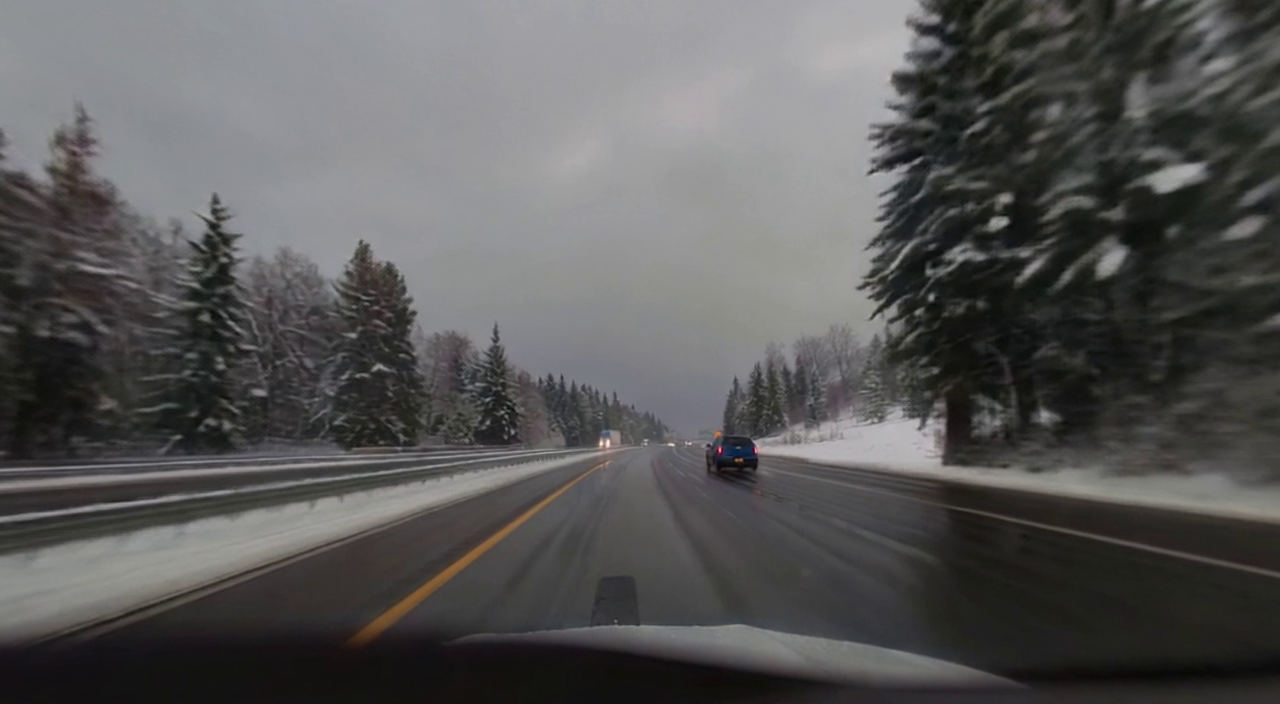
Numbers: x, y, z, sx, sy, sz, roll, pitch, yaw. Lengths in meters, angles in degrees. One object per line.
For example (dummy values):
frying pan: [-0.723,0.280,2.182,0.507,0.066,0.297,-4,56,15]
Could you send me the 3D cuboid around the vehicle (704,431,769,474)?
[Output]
vehicle: [4.009,4.262,26.859,2.022,1.663,4.245,0,-8,-1]
